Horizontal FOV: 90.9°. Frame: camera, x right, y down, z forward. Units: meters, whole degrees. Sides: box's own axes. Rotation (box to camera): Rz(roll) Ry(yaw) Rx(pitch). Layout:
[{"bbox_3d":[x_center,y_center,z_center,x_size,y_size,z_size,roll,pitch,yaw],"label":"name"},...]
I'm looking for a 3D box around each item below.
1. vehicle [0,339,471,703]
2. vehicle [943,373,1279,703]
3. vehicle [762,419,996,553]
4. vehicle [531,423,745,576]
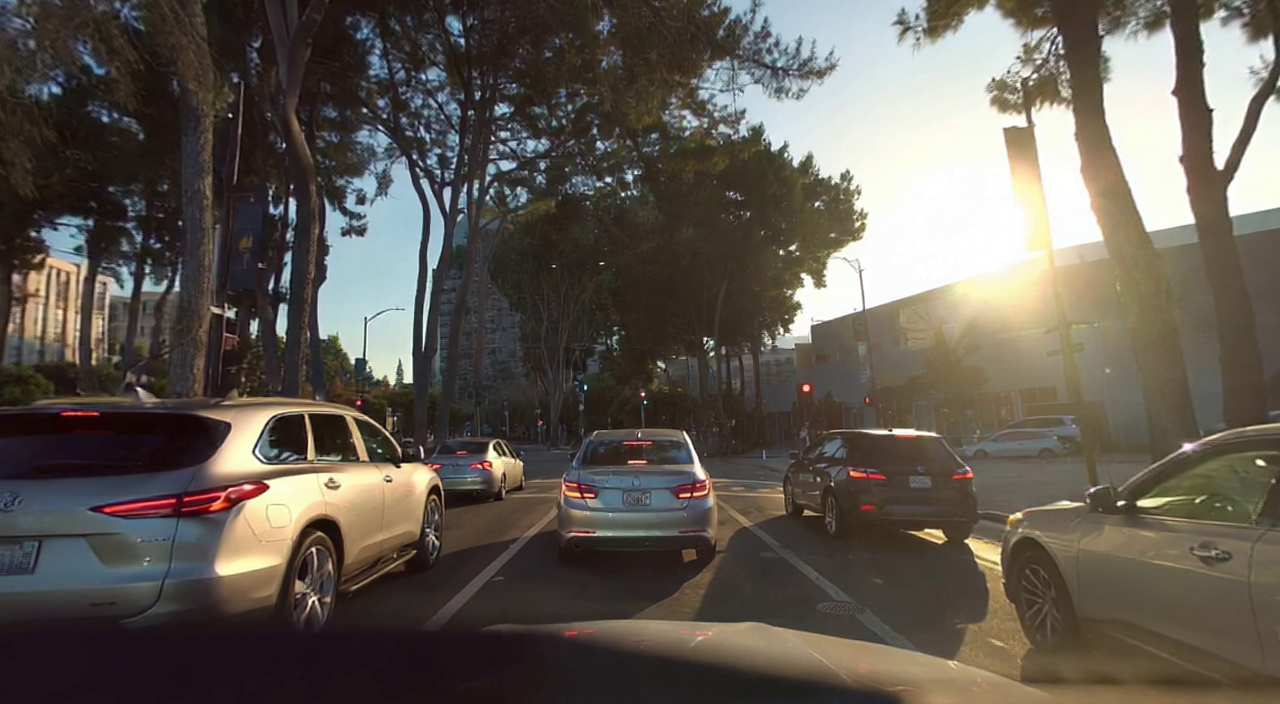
[{"bbox_3d":[-3.140,1.157,5.116,2.168,1.750,4.625,-1,-8,1],"label":"vehicle"},{"bbox_3d":[3.320,0.958,2.895,1.899,1.588,3.888,0,-8,0],"label":"vehicle"},{"bbox_3d":[3.400,1.998,10.084,2.040,1.647,4.379,0,-8,1],"label":"vehicle"},{"bbox_3d":[-0.029,1.785,8.387,2.147,1.507,3.953,0,-8,0],"label":"vehicle"}]
